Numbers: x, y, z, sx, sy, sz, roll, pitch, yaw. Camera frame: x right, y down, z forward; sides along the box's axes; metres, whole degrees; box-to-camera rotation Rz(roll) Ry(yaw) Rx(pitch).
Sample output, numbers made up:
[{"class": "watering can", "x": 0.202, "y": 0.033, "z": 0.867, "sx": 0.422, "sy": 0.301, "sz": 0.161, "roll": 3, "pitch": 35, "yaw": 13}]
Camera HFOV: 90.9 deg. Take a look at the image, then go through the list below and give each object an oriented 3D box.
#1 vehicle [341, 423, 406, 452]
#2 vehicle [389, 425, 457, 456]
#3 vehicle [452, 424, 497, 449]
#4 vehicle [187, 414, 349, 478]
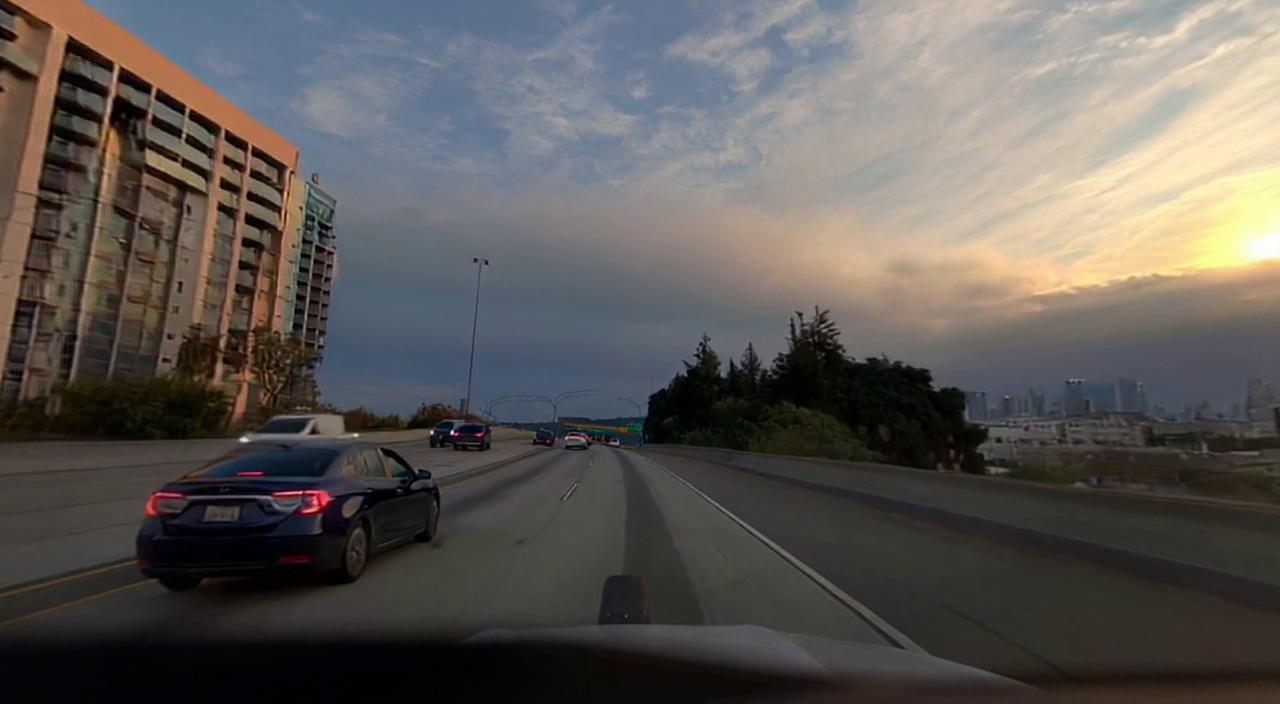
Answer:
[{"class": "vehicle", "x": -15.208, "y": 4.935, "z": 36.171, "sx": 1.906, "sy": 1.506, "sz": 4.269, "roll": 0, "pitch": -8, "yaw": -1}, {"class": "vehicle", "x": -11.293, "y": 4.670, "z": 33.160, "sx": 1.953, "sy": 1.520, "sz": 4.549, "roll": 0, "pitch": -8, "yaw": 0}, {"class": "vehicle", "x": -11.426, "y": 5.899, "z": 43.799, "sx": 2.033, "sy": 1.662, "sz": 4.394, "roll": 0, "pitch": -8, "yaw": -1}, {"class": "vehicle", "x": -10.921, "y": 2.834, "z": 19.025, "sx": 2.078, "sy": 1.664, "sz": 4.595, "roll": 0, "pitch": -8, "yaw": 0}]
